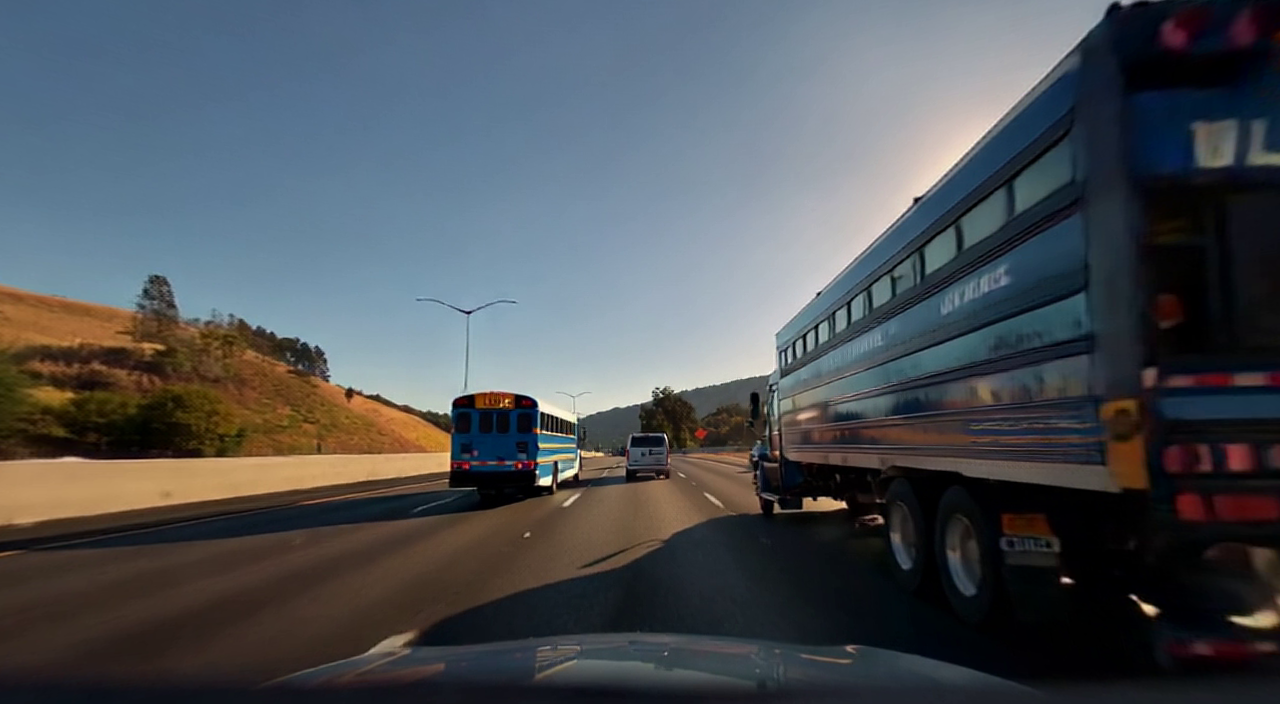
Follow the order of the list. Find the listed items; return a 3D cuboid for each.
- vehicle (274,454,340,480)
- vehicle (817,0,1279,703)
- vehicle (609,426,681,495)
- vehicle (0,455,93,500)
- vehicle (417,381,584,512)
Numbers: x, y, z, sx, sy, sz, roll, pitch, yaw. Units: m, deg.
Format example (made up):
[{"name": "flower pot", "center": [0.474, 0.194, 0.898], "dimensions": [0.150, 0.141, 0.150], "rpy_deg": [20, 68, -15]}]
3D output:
[{"name": "vehicle", "center": [-21.085, 7.252, 40.131], "dimensions": [1.832, 1.462, 4.285], "rpy_deg": [0, -8, 0]}, {"name": "vehicle", "center": [4.140, 0.281, 5.821], "dimensions": [3.050, 3.810, 6.889], "rpy_deg": [-1, -8, 1]}, {"name": "vehicle", "center": [0.119, 3.445, 20.377], "dimensions": [2.037, 1.929, 4.343], "rpy_deg": [0, -8, -1]}, {"name": "vehicle", "center": [-24.657, 4.886, 24.794], "dimensions": [2.031, 1.572, 4.783], "rpy_deg": [-1, -9, 0]}, {"name": "vehicle", "center": [-3.585, 2.769, 18.663], "dimensions": [2.947, 3.009, 7.991], "rpy_deg": [-1, -8, 1]}]
